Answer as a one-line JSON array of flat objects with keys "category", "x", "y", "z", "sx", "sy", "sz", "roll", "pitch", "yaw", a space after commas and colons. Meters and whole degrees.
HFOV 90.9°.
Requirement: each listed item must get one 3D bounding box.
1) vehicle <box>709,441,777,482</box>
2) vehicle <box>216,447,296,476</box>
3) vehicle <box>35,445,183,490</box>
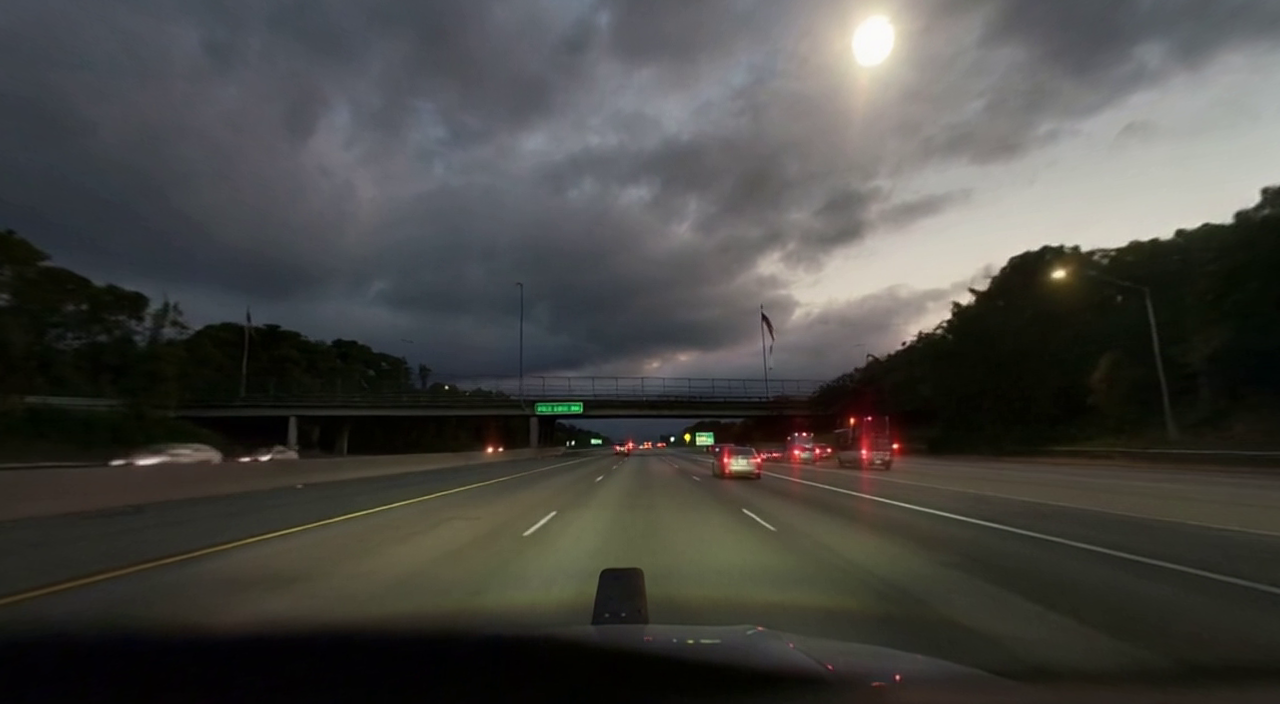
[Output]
[{"category": "vehicle", "x": 4.013, "y": 4.320, "z": 25.302, "sx": 1.908, "sy": 1.483, "sz": 4.259, "roll": 0, "pitch": -8, "yaw": -1}, {"category": "vehicle", "x": -24.998, "y": 7.116, "z": 41.301, "sx": 2.025, "sy": 1.774, "sz": 4.951, "roll": 0, "pitch": -8, "yaw": 0}, {"category": "vehicle", "x": -21.788, "y": 4.717, "z": 26.213, "sx": 2.032, "sy": 1.636, "sz": 4.720, "roll": 0, "pitch": -8, "yaw": 0}]
